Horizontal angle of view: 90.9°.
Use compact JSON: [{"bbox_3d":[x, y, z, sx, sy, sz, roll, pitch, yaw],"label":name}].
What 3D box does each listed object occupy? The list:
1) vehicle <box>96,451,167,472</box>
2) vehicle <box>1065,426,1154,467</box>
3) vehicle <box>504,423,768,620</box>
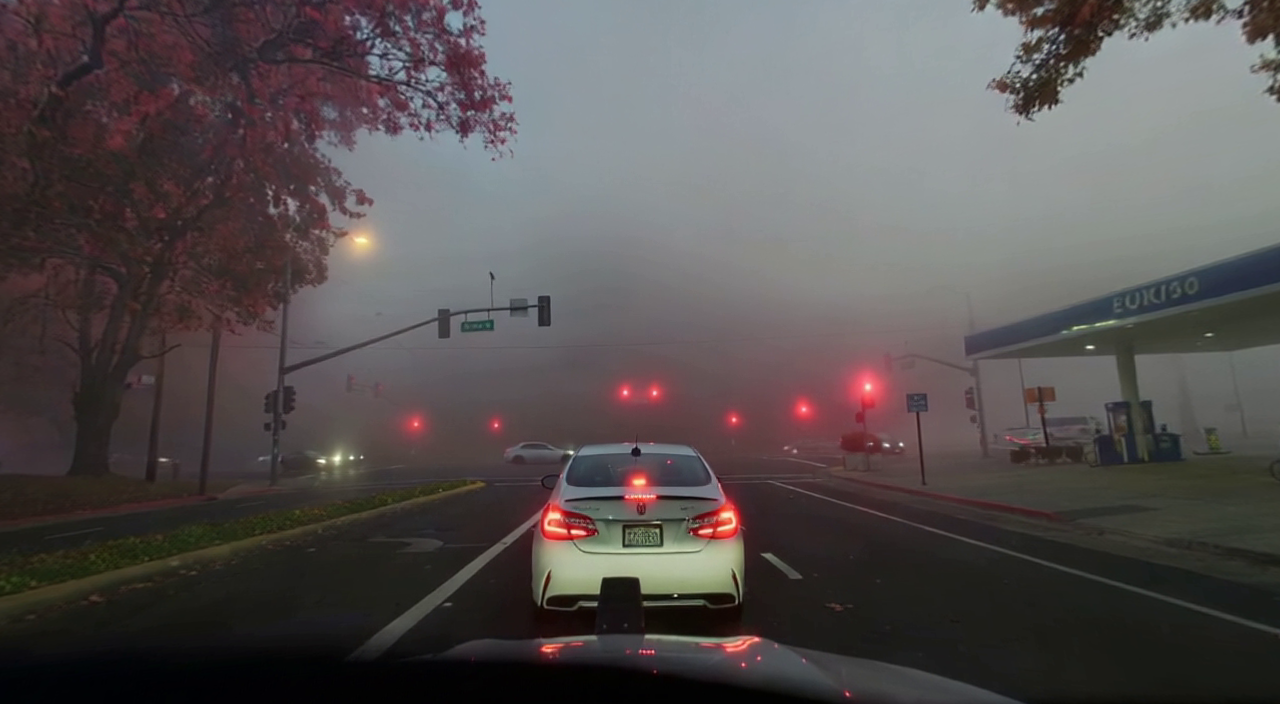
[{"bbox_3d":[-38.615,8.299,47.915,3.975,1.563,1.755,-1,-8,5],"label":"vehicle"},{"bbox_3d":[18.566,3.718,24.859,4.091,1.495,2.053,8,-12,-44],"label":"vehicle"},{"bbox_3d":[-0.039,1.595,6.911,2.010,1.482,4.057,0,-8,0],"label":"vehicle"}]
